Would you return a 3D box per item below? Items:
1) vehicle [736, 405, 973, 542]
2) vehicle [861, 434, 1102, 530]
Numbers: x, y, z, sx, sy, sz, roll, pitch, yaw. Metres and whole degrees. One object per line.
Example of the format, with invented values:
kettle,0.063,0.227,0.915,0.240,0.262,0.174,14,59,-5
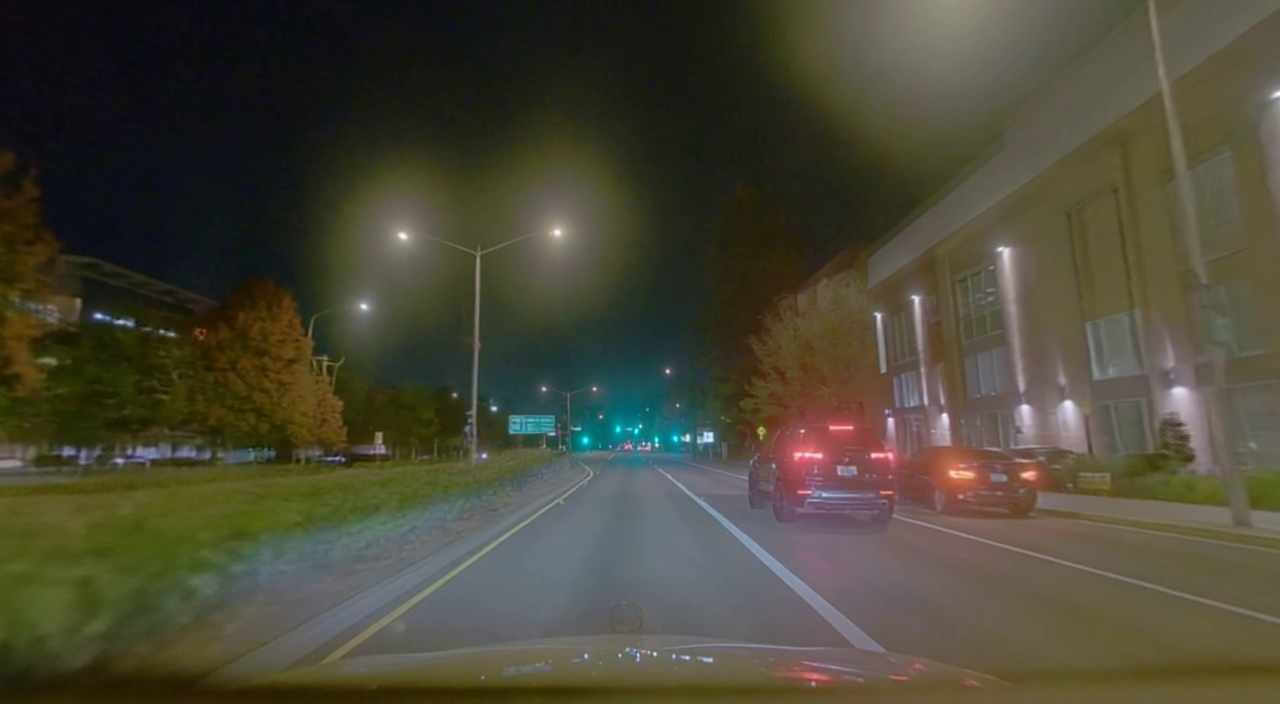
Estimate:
vehicle,3.537,2.162,11.884,2.505,1.971,5.162,0,-9,-1
vehicle,6.408,2.483,12.798,2.088,1.524,5.085,0,-9,1
